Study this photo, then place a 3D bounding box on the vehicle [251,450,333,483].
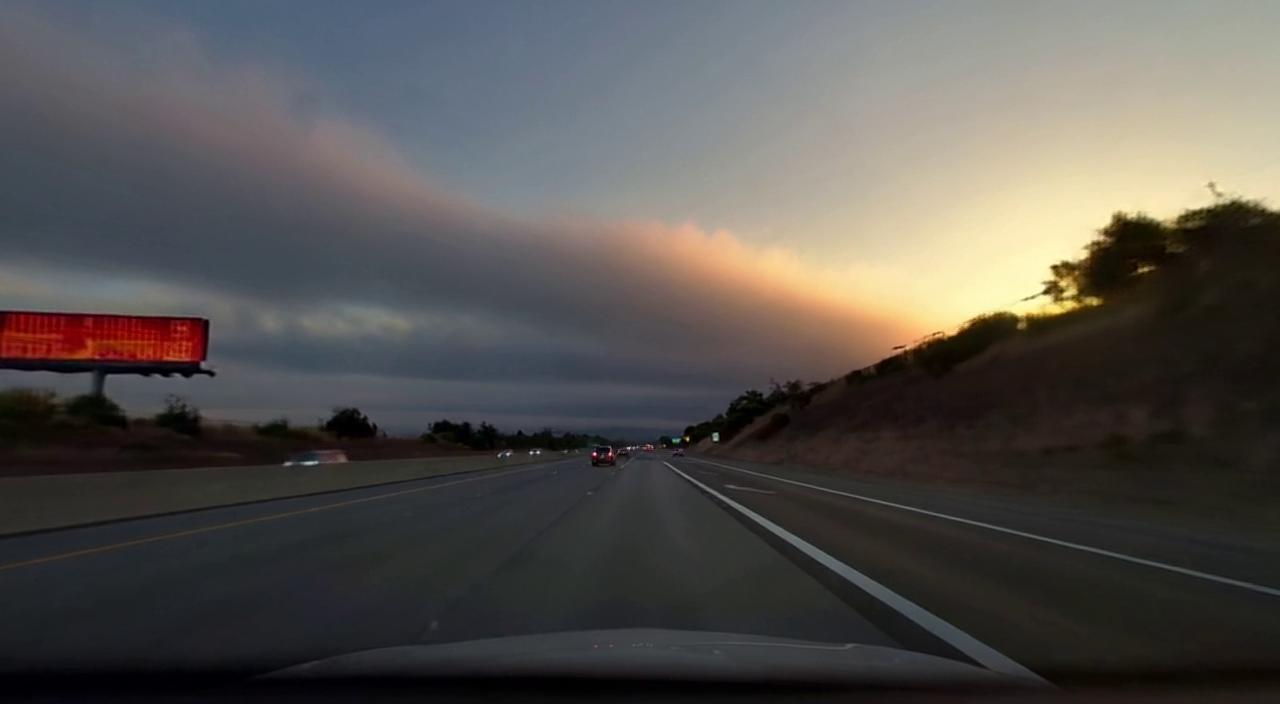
[{"bbox_3d":[-20.485,6.732,37.400,2.166,1.740,4.691,0,-8,0],"label":"vehicle"}]
